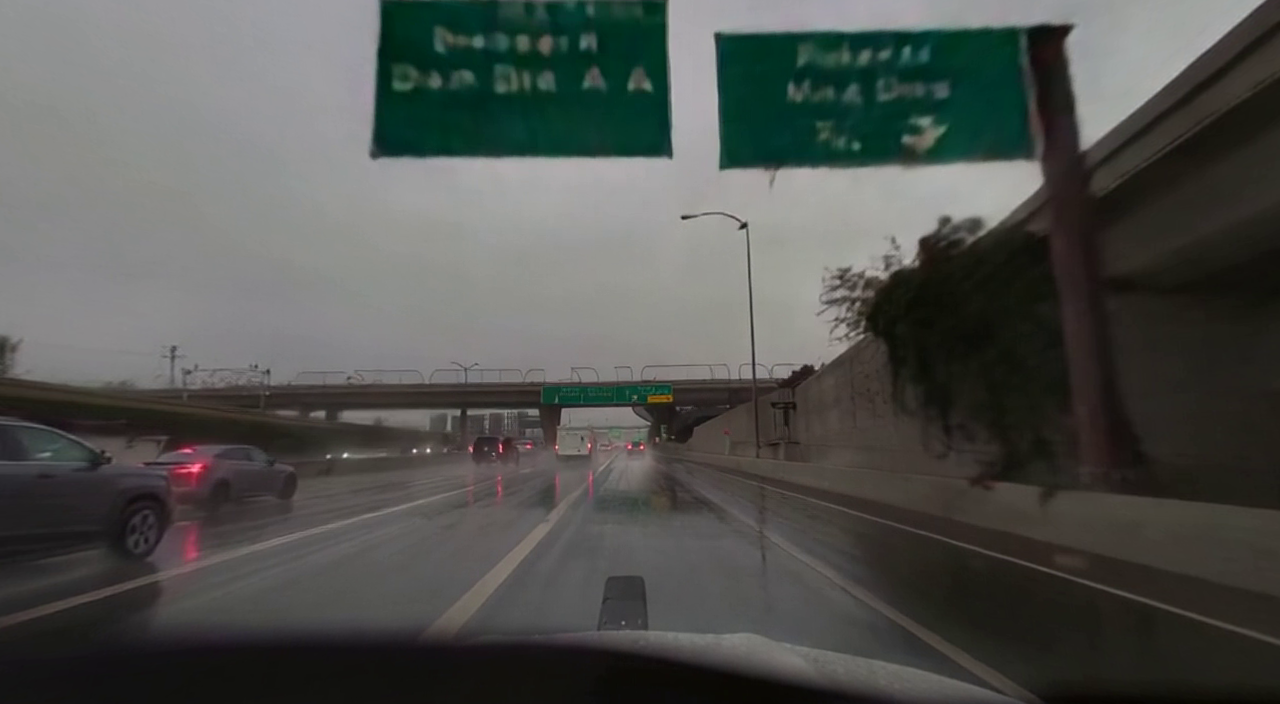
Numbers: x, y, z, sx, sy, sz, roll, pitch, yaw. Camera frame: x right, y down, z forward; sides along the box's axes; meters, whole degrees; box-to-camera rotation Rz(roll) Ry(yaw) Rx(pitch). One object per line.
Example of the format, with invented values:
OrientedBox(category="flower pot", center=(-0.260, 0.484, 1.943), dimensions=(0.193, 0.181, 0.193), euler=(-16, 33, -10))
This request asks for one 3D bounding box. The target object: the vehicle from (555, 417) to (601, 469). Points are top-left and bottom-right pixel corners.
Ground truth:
OrientedBox(category="vehicle", center=(-3.638, 5.517, 38.118), dimensions=(2.301, 2.843, 6.458), euler=(0, -8, -1))

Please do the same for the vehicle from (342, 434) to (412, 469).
OrientedBox(category="vehicle", center=(-17.235, 6.544, 41.460), dimensions=(2.258, 2.139, 5.495), euler=(0, -8, -1))

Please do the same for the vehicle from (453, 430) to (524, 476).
OrientedBox(category="vehicle", center=(-7.003, 4.732, 29.561), dimensions=(2.179, 1.948, 4.618), euler=(0, -8, 0))

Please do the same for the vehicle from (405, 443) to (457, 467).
OrientedBox(category="vehicle", center=(-13.764, 6.808, 41.582), dimensions=(1.899, 1.485, 4.368), euler=(0, -8, 0))

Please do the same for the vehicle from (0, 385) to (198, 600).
OrientedBox(category="vehicle", center=(-6.583, 1.095, 4.658), dimensions=(2.355, 1.805, 5.938), euler=(0, -8, -1))
